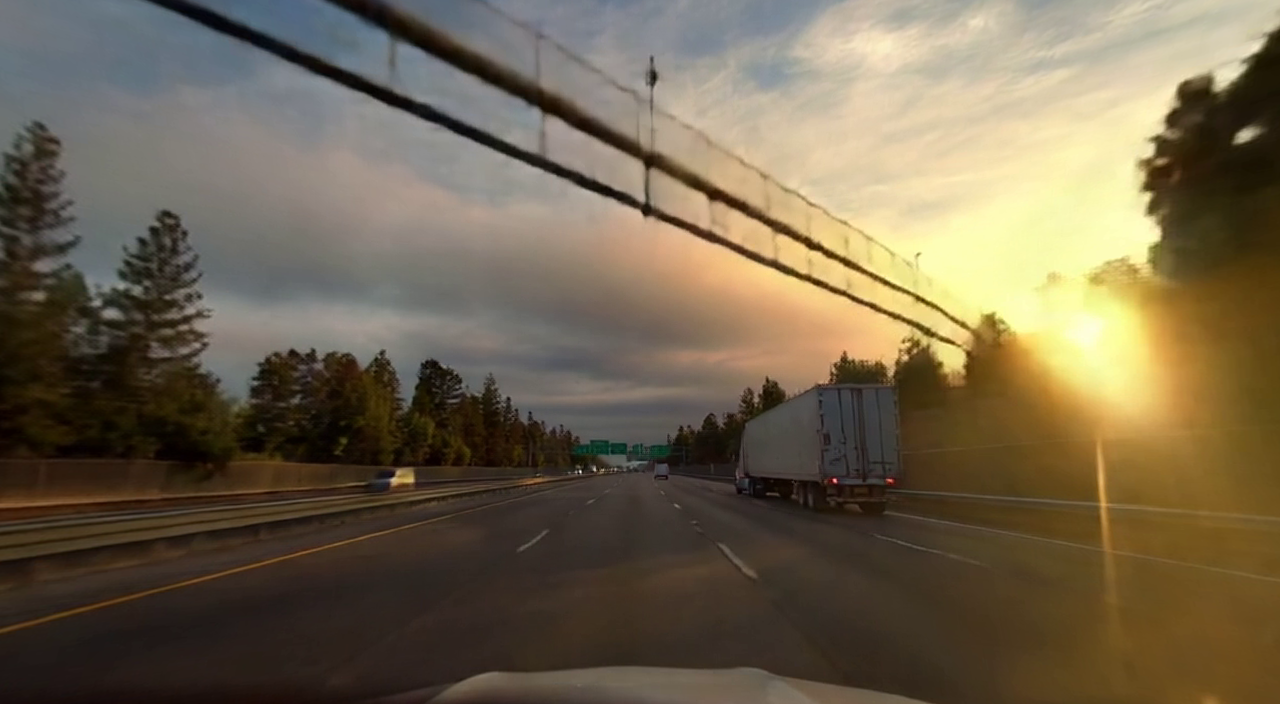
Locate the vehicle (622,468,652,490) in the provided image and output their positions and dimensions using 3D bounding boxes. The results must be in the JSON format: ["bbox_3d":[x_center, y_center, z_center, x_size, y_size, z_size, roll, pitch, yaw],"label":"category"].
[{"bbox_3d":[-0.237,9.074,45.037,2.029,1.459,3.684,1,-11,-1],"label":"vehicle"}]

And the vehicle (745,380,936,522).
[{"bbox_3d":[6.950,4.113,25.215,2.926,4.073,13.836,1,-11,-1],"label":"vehicle"}]

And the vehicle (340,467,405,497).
[{"bbox_3d":[-14.957,7.286,35.499,1.809,1.496,4.306,1,-11,-1],"label":"vehicle"}]
